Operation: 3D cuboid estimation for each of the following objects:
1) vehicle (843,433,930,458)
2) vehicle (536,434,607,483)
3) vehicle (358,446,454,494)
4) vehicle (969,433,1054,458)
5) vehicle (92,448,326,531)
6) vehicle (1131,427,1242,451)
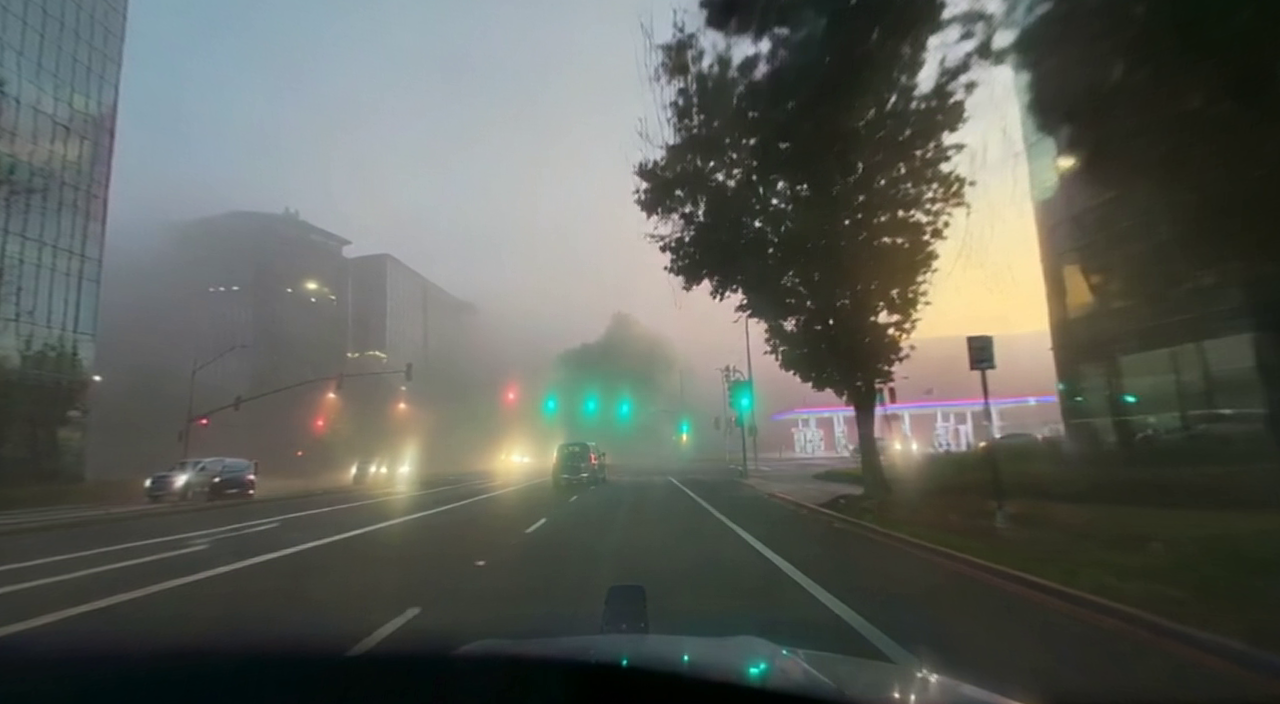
[{"bbox_3d":[18.060,6.869,46.214,5.708,1.585,2.070,-4,-6,24],"label":"vehicle"},{"bbox_3d":[-3.153,5.110,30.592,2.602,2.091,6.347,-1,-8,2],"label":"vehicle"},{"bbox_3d":[-9.148,4.615,25.116,2.068,1.659,4.509,-1,-8,1],"label":"vehicle"},{"bbox_3d":[25.580,6.468,43.610,4.700,1.579,1.823,-4,-9,19],"label":"vehicle"},{"bbox_3d":[-9.460,3.000,14.485,1.965,1.541,4.718,-1,-8,1],"label":"vehicle"},{"bbox_3d":[34.905,5.594,40.431,4.849,1.399,2.057,-2,-9,17],"label":"vehicle"}]
